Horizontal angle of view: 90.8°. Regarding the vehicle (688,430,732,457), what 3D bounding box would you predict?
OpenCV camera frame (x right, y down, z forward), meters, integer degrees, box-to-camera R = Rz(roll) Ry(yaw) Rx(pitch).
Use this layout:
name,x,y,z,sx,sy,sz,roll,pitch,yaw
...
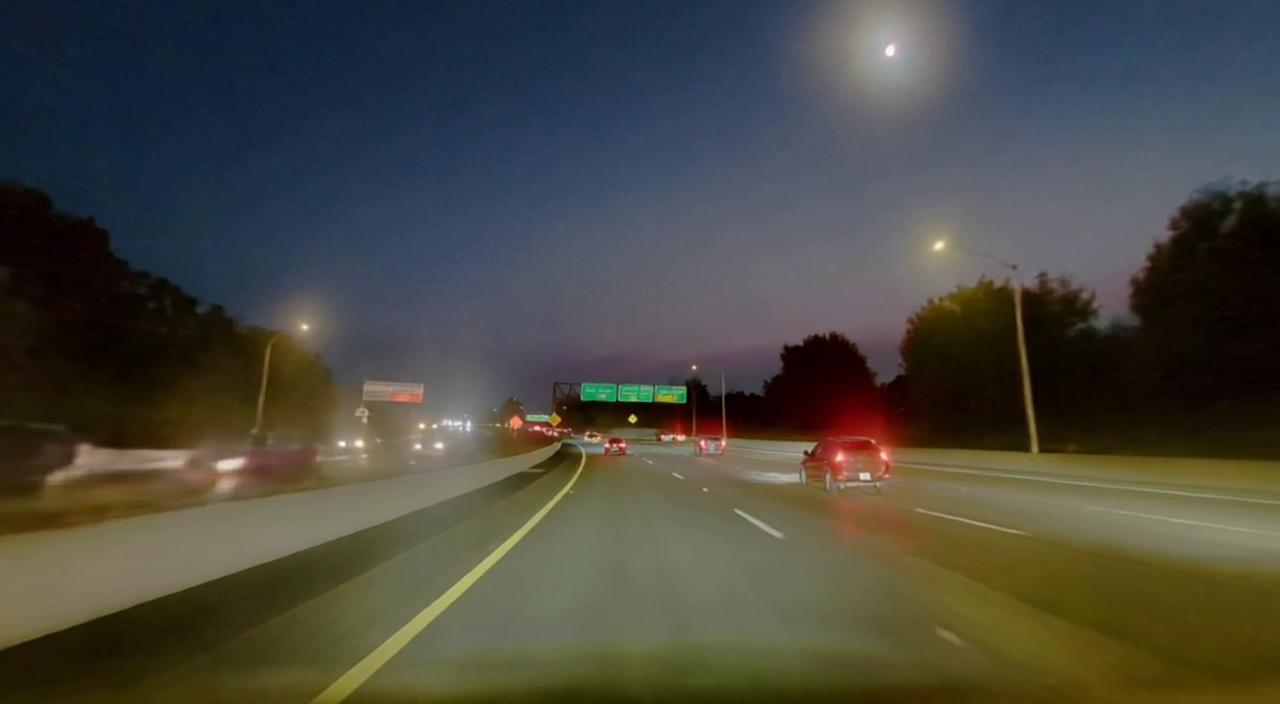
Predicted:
name,x,y,z,sx,sy,sz,roll,pitch,yaw
vehicle,4.531,6.036,41.643,2.094,1.652,3.955,1,-8,-5

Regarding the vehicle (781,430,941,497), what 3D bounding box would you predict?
name,x,y,z,sx,sy,sz,roll,pitch,yaw
vehicle,5.597,2.889,16.816,2.196,1.494,4.735,1,-8,-5

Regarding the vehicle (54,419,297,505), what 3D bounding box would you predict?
name,x,y,z,sx,sy,sz,roll,pitch,yaw
vehicle,-9.413,2.267,13.398,1.900,1.491,4.406,0,-8,-2

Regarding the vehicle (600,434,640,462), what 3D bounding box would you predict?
name,x,y,z,sx,sy,sz,roll,pitch,yaw
vehicle,-1.230,5.530,36.508,2.090,1.510,4.280,1,-8,-5

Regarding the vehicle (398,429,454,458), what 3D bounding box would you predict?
name,x,y,z,sx,sy,sz,roll,pitch,yaw
vehicle,-13.364,5.779,39.708,1.954,1.693,4.417,0,-8,0
